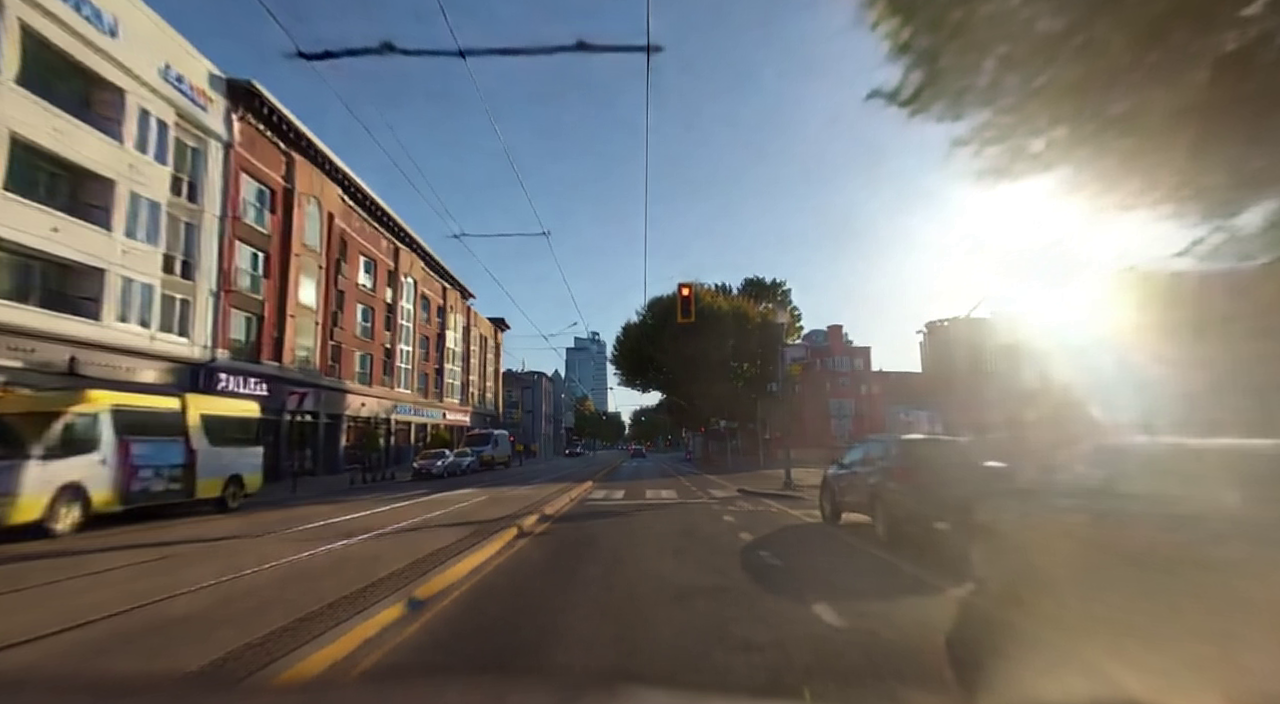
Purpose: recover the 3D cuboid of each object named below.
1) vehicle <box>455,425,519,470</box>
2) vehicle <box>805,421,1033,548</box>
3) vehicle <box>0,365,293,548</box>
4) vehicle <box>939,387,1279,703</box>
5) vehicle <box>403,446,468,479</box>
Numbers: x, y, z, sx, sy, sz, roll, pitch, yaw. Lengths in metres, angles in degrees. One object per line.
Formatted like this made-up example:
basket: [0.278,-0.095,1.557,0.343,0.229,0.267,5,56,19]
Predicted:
vehicle: [-10.273,6.501,43.089,2.378,2.765,7.920,0,-8,0]
vehicle: [3.930,1.903,9.619,1.869,1.557,3.501,0,-8,0]
vehicle: [-10.164,2.048,12.770,2.291,2.745,6.492,-1,-9,2]
vehicle: [3.723,1.072,3.864,1.752,1.510,4.191,0,-8,1]
vehicle: [-9.905,5.383,30.880,1.897,1.464,4.209,0,-8,-2]
